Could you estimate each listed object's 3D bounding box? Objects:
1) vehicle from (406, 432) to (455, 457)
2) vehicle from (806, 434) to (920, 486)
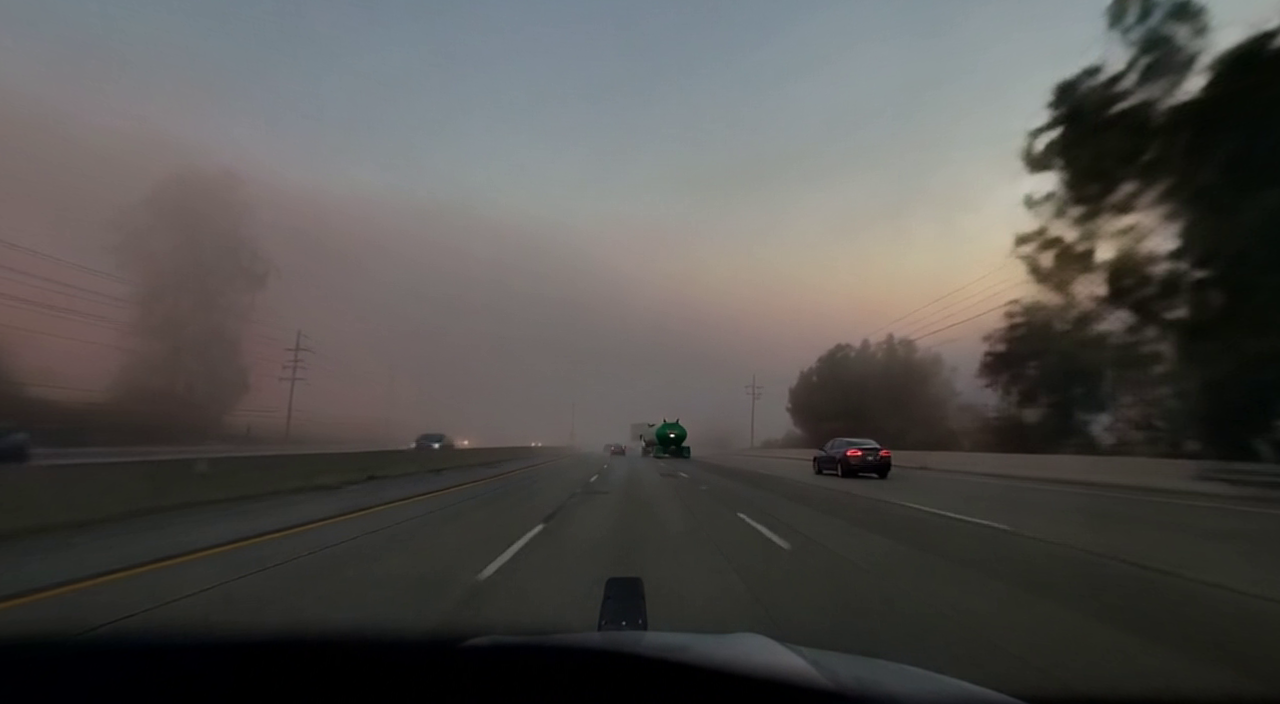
[{"bbox_3d":[-14.492,6.428,43.834,1.954,1.578,4.562,0,-8,-1],"label":"vehicle"},{"bbox_3d":[7.015,3.427,20.400,1.905,1.480,4.624,0,-8,-1],"label":"vehicle"}]
